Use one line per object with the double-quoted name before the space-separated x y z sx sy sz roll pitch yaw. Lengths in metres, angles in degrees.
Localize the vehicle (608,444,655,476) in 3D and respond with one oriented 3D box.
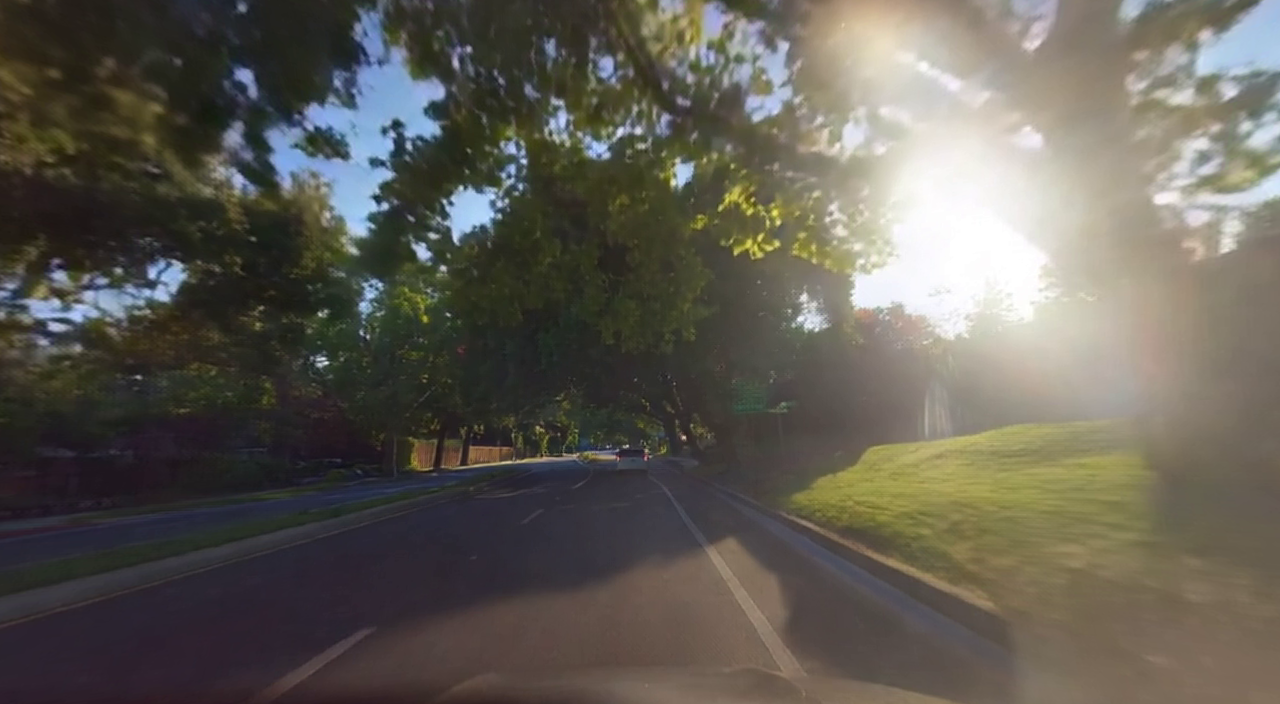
"vehicle" -0.334 5.315 31.463 2.111 1.466 4.223 -1 -8 2
